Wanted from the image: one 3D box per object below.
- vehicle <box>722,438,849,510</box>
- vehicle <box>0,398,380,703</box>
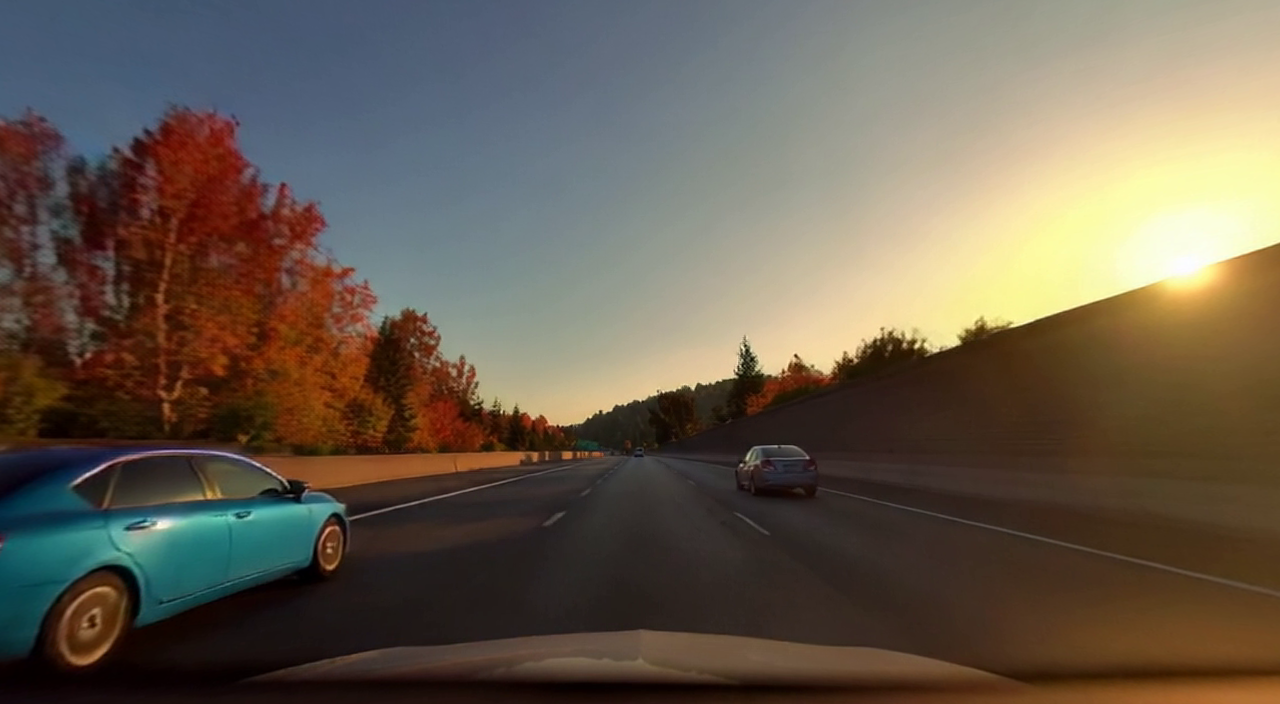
[{"bbox_3d":[3.549,3.087,16.406,2.146,1.573,4.661,0,-9,-1],"label":"vehicle"},{"bbox_3d":[-3.976,1.302,4.903,2.010,1.550,4.376,0,-9,0],"label":"vehicle"}]
